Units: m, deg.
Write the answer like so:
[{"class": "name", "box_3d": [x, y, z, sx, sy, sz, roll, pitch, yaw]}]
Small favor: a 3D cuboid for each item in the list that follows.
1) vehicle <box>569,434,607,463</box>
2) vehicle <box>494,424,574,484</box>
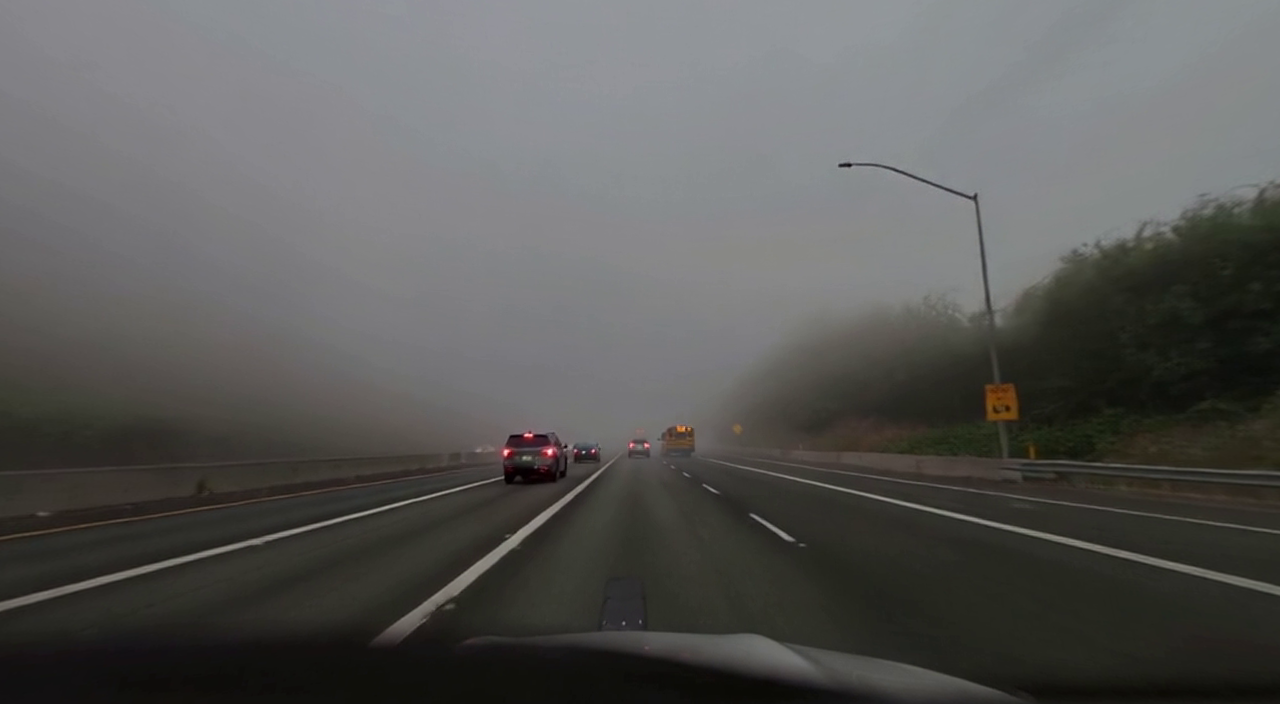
[{"class": "vehicle", "box_3d": [-3.477, 6.591, 43.021, 2.155, 1.843, 4.567, 0, -8, 0]}, {"class": "vehicle", "box_3d": [-3.640, 3.605, 22.477, 2.016, 1.898, 4.458, 0, -8, 1]}]
